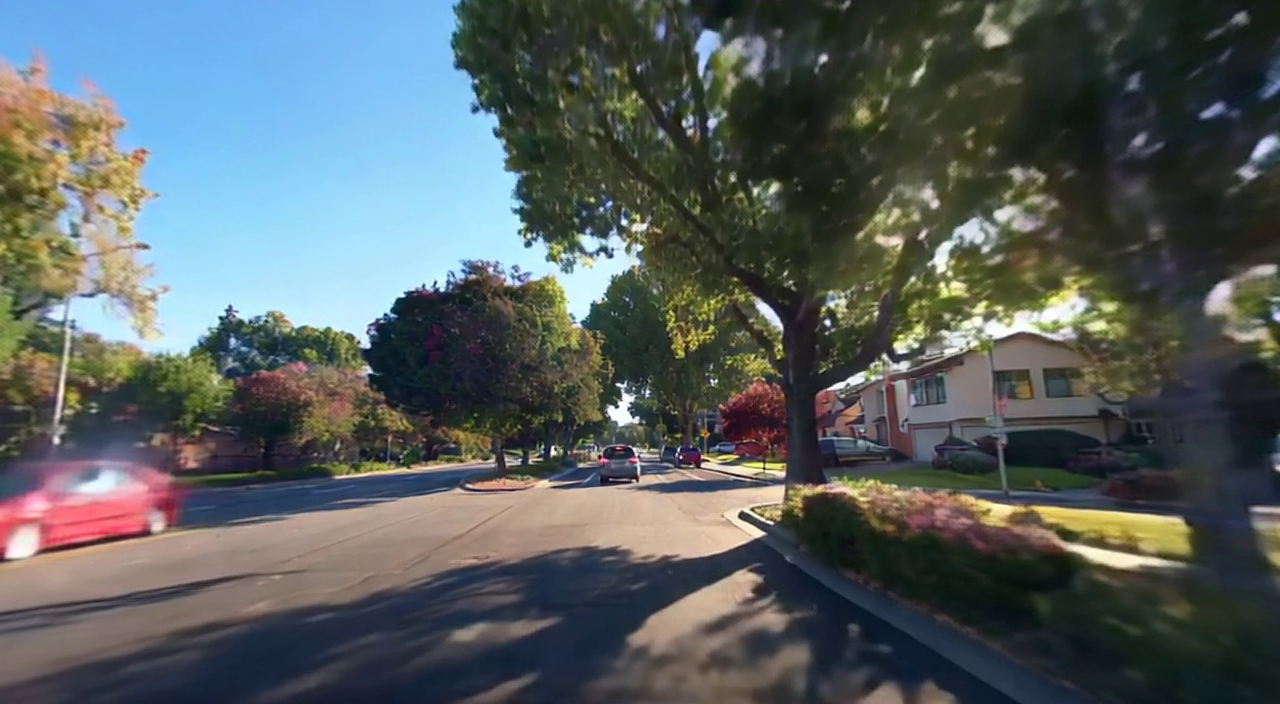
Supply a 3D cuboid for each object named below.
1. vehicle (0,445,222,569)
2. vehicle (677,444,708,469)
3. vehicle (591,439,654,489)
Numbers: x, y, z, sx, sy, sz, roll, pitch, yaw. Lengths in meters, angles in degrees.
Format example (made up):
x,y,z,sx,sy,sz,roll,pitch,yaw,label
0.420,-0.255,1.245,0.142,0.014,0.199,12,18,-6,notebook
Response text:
x,y,z,sx,sy,sz,roll,pitch,yaw,label
-8.606,2.239,9.894,1.861,1.516,3.752,1,-8,-7,vehicle
3.904,7.822,47.605,2.045,1.776,4.851,0,-8,2,vehicle
-0.603,4.051,23.230,2.106,1.655,3.717,0,-8,-1,vehicle
